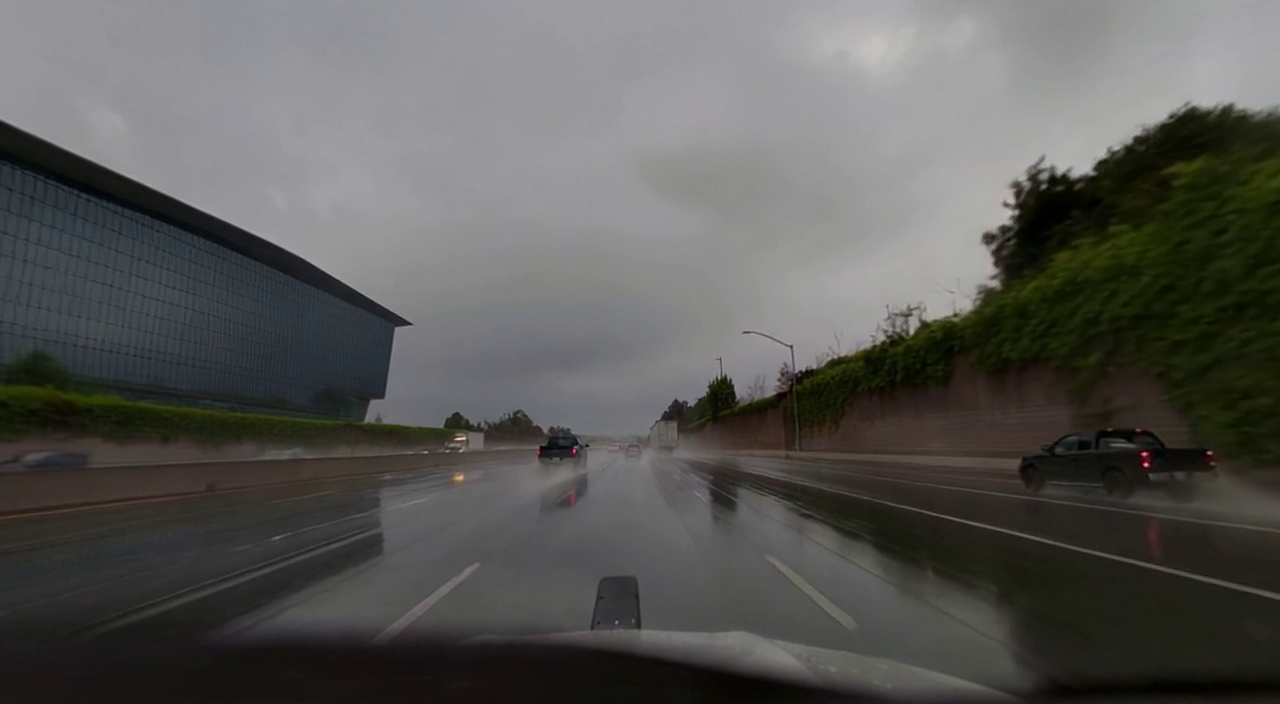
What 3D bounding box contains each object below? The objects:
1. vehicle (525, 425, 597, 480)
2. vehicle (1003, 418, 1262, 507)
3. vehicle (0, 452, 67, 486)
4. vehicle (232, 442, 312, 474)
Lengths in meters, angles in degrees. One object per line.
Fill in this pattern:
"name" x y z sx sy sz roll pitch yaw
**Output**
"vehicle" -3.174 4.225 26.633 2.284 2.022 5.752 0 -9 0
"vehicle" 11.449 2.629 15.365 2.089 1.787 5.080 0 -9 -1
"vehicle" -29.727 5.491 29.781 1.790 1.483 3.899 0 -9 -2
"vehicle" -17.412 5.034 30.090 1.676 1.434 3.575 0 -9 0
